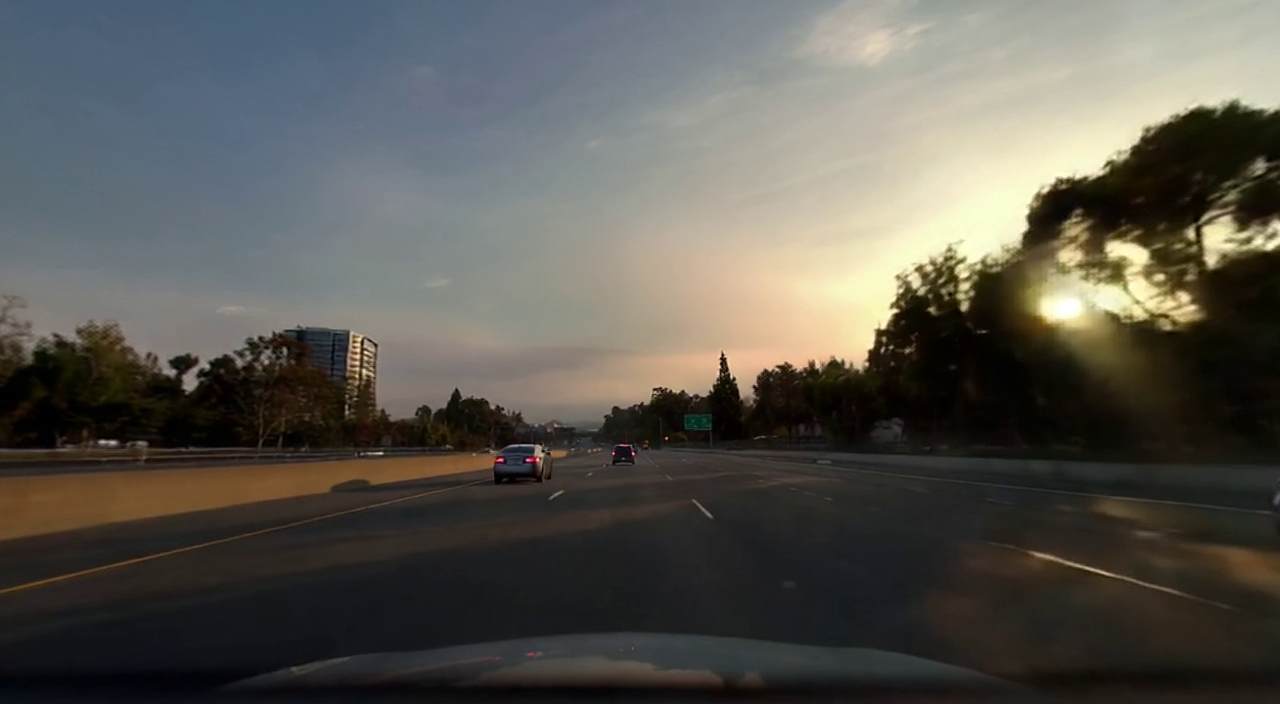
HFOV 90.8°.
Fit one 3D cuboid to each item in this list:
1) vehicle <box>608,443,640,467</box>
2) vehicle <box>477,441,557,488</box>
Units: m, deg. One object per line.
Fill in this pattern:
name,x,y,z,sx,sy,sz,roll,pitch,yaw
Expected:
vehicle,-1.041,6.854,42.024,1.997,1.485,4.094,0,-8,-1
vehicle,-4.157,3.875,22.120,1.886,1.465,4.625,0,-9,0
